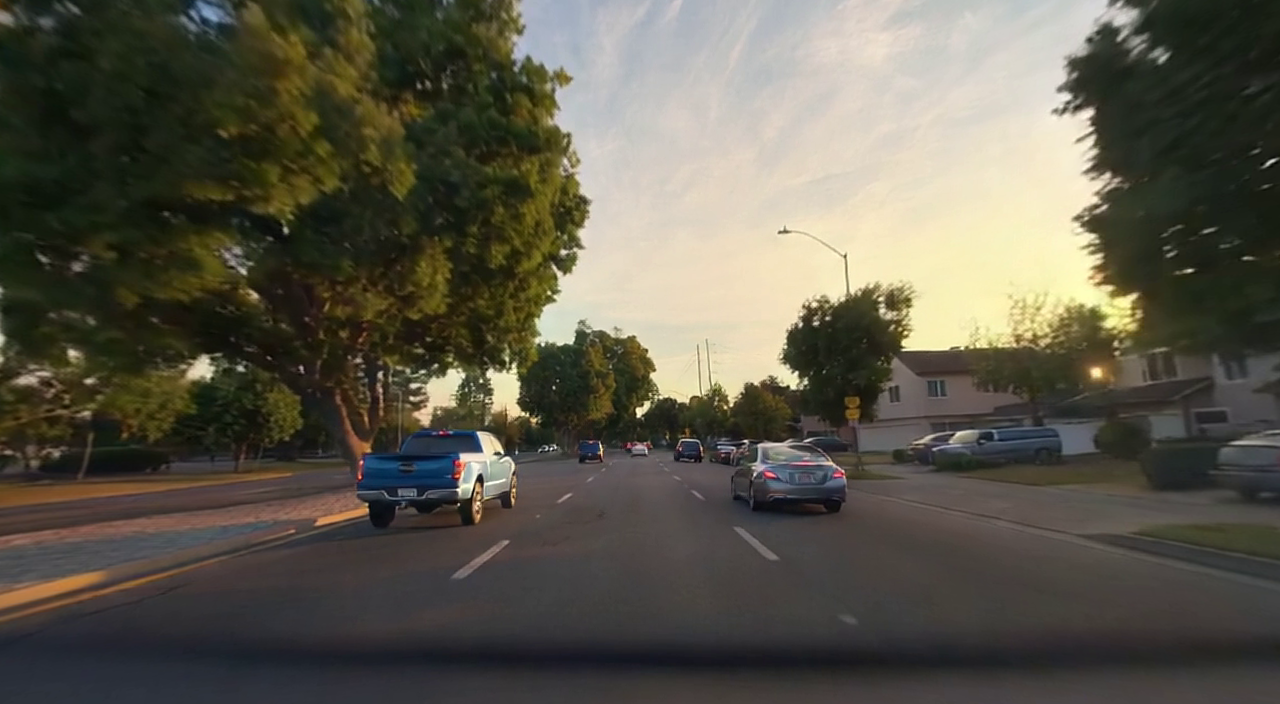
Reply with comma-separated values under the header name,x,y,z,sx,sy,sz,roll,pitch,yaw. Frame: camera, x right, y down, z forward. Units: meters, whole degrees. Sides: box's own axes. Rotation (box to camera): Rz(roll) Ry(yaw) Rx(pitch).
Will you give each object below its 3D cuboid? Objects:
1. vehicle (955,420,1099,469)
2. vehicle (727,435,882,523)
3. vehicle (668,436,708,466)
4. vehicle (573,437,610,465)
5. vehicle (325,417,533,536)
name,x,y,z,sx,sy,sz,roll,pitch,yaw
vehicle,15.071,3.636,24.785,4.320,1.792,1.989,0,-8,-1
vehicle,3.080,2.452,12.823,1.884,1.463,4.195,0,-8,-2
vehicle,3.098,6.490,41.630,2.099,1.845,4.363,0,-8,-2
vehicle,-3.354,6.879,44.197,2.218,1.829,4.492,0,-8,0
vehicle,-3.596,2.232,12.101,2.111,1.745,5.274,0,-8,1
